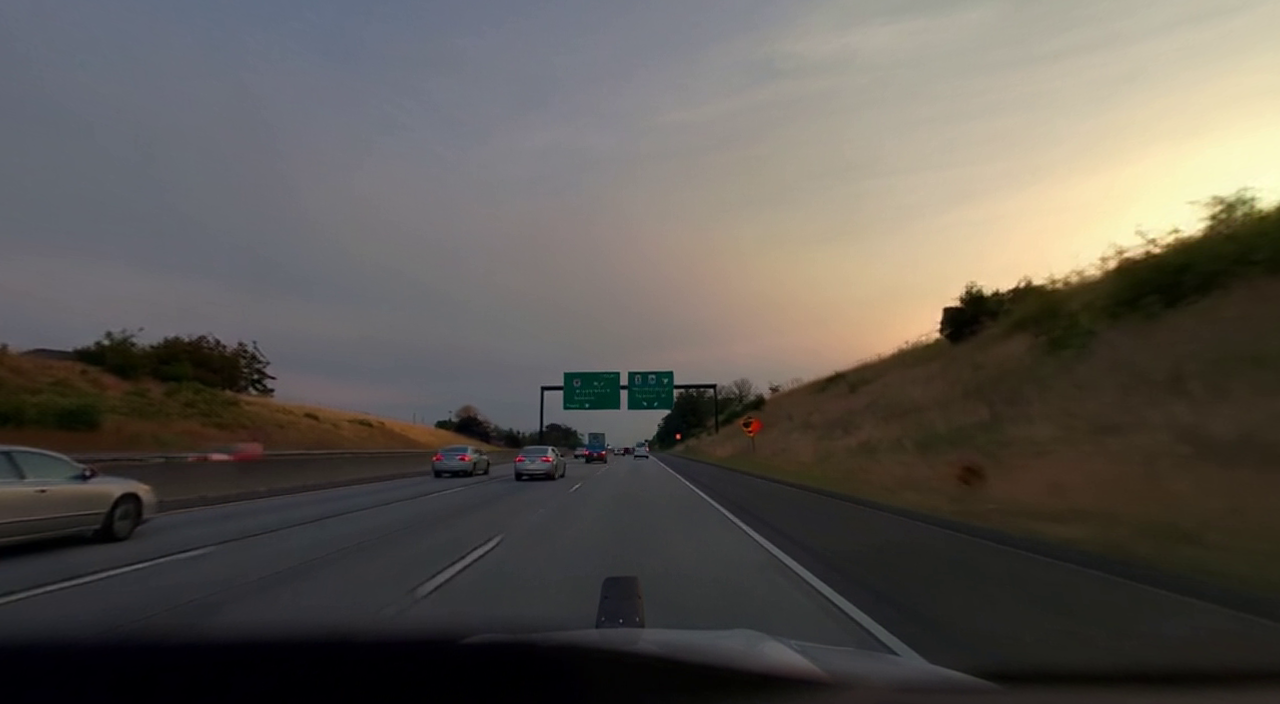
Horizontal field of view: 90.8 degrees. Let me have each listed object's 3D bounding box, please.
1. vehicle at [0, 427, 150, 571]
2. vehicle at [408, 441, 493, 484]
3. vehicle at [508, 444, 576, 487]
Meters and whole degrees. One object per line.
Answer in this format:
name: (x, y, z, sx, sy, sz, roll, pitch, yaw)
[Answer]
vehicle: (-7.788, 1.494, 6.262, 2.009, 1.500, 4.741, 0, -9, 0)
vehicle: (-7.528, 4.424, 25.543, 2.091, 1.558, 4.220, 0, -9, 0)
vehicle: (-3.582, 4.219, 23.731, 1.924, 1.436, 3.915, 0, -9, 0)
